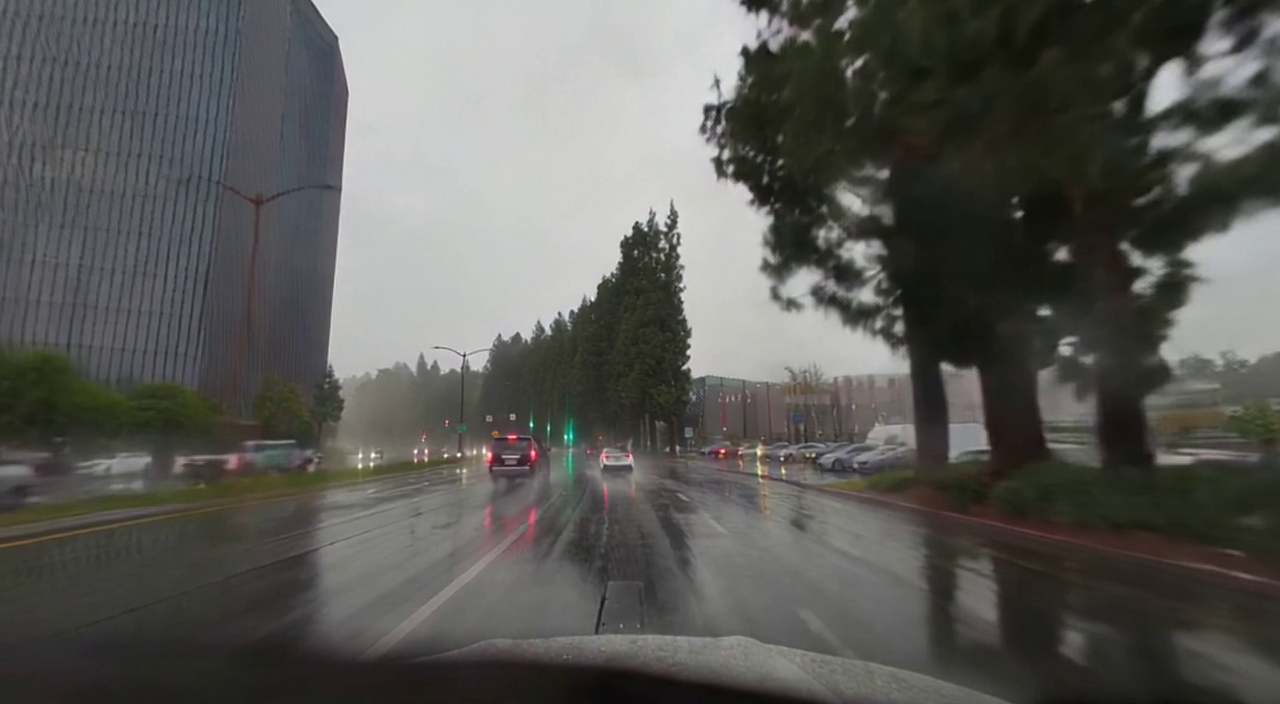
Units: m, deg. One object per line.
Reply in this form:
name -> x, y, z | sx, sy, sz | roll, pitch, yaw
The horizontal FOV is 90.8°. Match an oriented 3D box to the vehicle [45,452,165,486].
vehicle -> -25.348, 5.532, 30.183 | 1.840, 1.430, 4.736 | 0, -8, -4

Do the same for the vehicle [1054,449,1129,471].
vehicle -> 30.840, 7.380, 43.337 | 1.689, 1.351, 4.643 | 0, -8, -1

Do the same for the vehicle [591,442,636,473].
vehicle -> -1.353, 5.109, 30.814 | 2.050, 1.385, 4.096 | 0, -8, -4

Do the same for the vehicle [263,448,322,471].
vehicle -> -22.177, 6.864, 40.529 | 1.751, 1.342, 4.414 | 1, -8, -7

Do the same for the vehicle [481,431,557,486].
vehicle -> -4.279, 3.839, 23.059 | 2.001, 1.784, 4.483 | 0, -8, -2

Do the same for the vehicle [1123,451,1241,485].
vehicle -> 25.620, 5.458, 30.103 | 1.690, 1.365, 4.336 | -1, -8, -1

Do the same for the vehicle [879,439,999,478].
vehicle -> 12.976, 4.661, 27.644 | 4.264, 1.566, 1.854 | -1, -9, 2

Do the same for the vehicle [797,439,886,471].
vehicle -> 11.872, 6.087, 37.456 | 4.569, 1.813, 1.872 | 0, -8, -4
